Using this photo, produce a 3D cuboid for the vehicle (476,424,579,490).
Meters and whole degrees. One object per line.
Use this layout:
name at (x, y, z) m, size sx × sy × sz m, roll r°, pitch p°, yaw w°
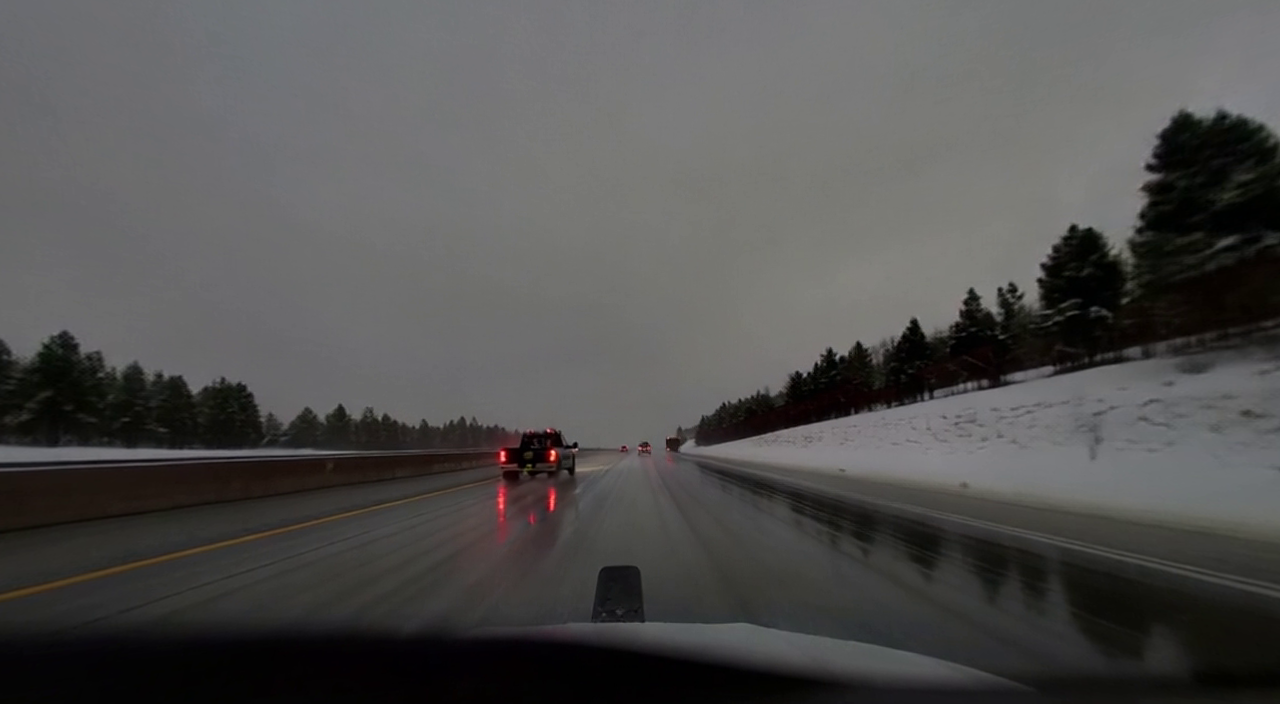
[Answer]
vehicle at (-3.572, 3.486, 21.297) m, size 2.379 × 1.918 × 5.504 m, roll 0°, pitch -8°, yaw 1°
